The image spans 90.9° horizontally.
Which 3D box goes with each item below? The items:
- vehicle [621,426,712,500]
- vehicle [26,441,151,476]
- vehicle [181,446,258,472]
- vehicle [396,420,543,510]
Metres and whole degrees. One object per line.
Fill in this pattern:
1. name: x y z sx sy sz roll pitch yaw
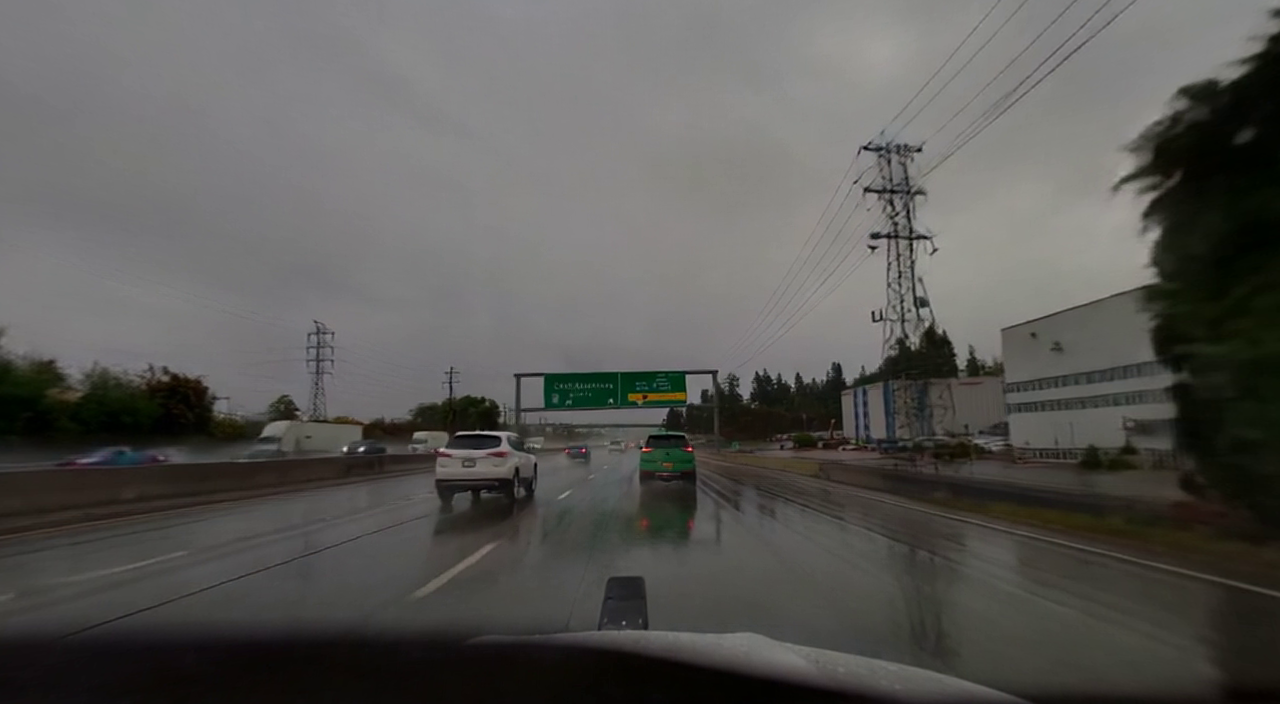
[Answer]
1. vehicle: 0.663 2.937 17.048 2.134 1.733 4.049 0 -8 1
2. vehicle: -30.867 5.949 35.601 2.229 1.826 5.424 0 -8 -2
3. vehicle: -27.950 7.075 42.146 2.030 1.569 4.801 0 -8 -3
4. vehicle: -3.717 2.570 14.727 2.125 1.764 4.393 0 -8 1
